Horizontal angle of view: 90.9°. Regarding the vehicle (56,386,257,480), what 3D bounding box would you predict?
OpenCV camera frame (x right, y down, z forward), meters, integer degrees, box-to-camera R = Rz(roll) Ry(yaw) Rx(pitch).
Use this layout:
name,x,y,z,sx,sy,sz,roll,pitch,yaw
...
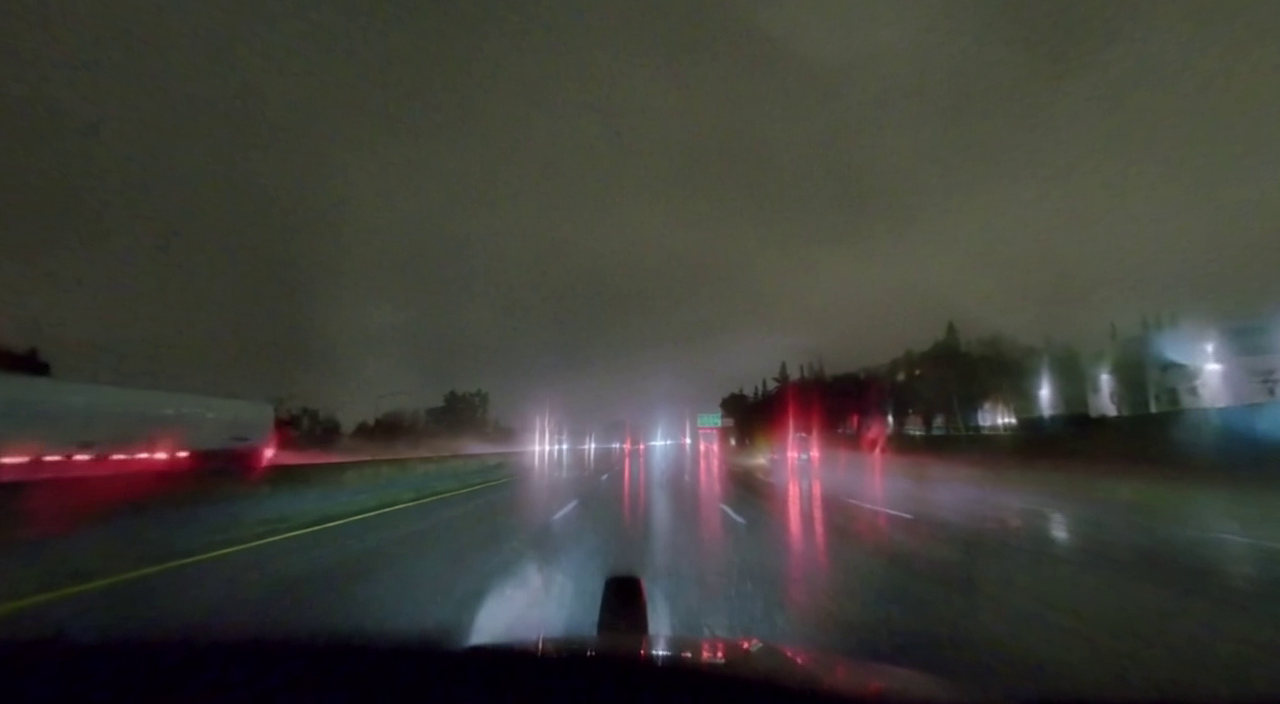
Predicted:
name,x,y,z,sx,sy,sz,roll,pitch,yaw
vehicle,-24.180,4.251,32.486,2.835,4.106,9.021,0,-8,2
